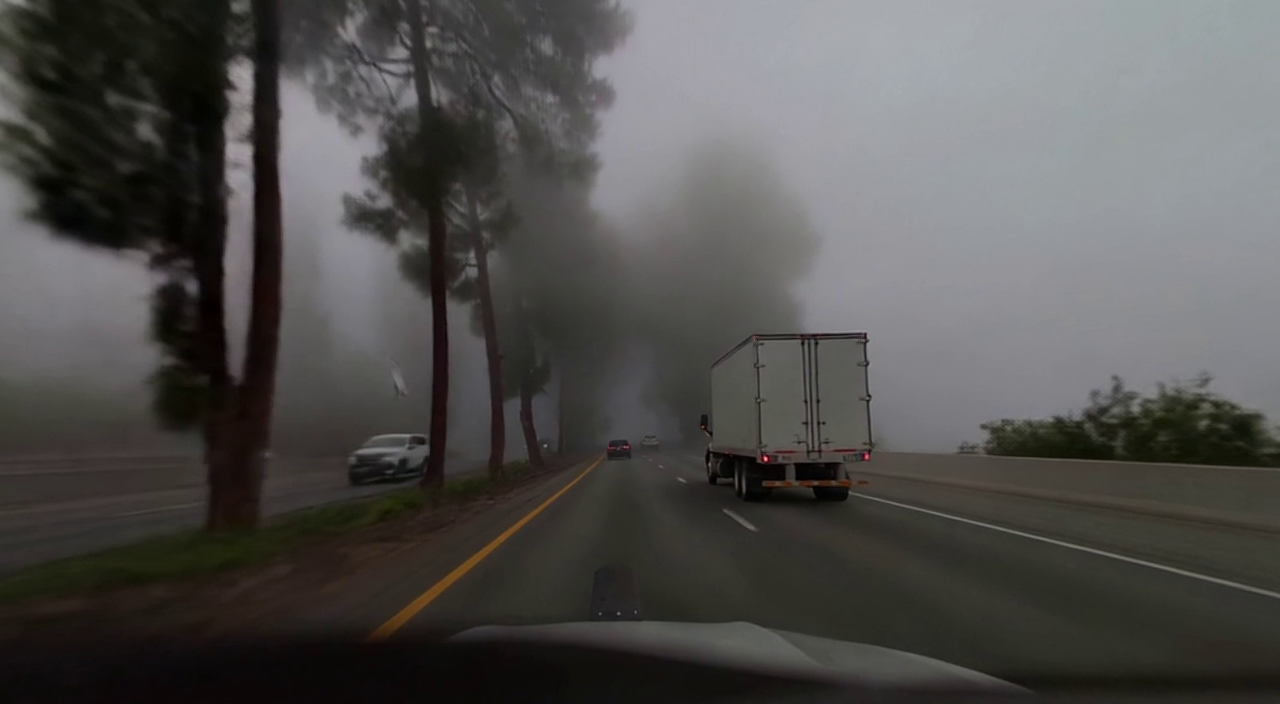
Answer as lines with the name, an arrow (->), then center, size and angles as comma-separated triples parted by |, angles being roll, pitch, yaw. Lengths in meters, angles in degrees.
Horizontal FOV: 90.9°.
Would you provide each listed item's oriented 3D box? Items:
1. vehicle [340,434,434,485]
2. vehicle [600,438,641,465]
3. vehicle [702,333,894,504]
vehicle -> -9.494, 4.015, 24.051 | 1.985, 1.746, 3.918 | 0, -8, -1
vehicle -> -1.107, 5.774, 36.961 | 2.259, 1.466, 3.693 | 0, -8, -1
vehicle -> 3.658, 1.891, 17.142 | 2.921, 3.526, 8.207 | 0, -8, -1
